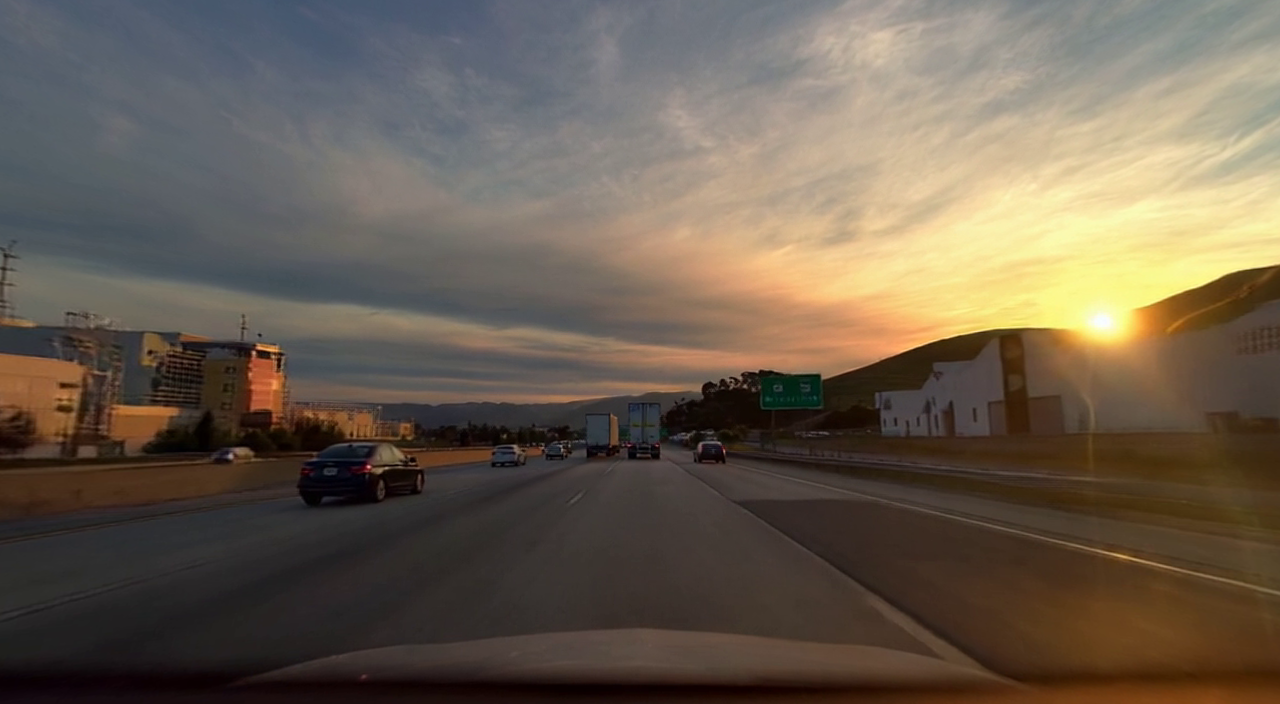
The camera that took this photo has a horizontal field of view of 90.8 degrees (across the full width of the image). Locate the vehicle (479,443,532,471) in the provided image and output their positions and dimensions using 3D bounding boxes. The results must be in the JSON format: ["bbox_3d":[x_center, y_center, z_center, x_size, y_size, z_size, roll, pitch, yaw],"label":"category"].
[{"bbox_3d":[-7.281,5.733,34.640,1.891,1.460,4.506,0,-9,1],"label":"vehicle"}]

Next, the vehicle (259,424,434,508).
[{"bbox_3d":[-6.912,2.737,15.551,2.122,1.754,4.379,0,-9,1],"label":"vehicle"}]

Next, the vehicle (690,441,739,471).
[{"bbox_3d":[3.834,5.477,33.310,2.006,1.452,4.246,0,-9,-1],"label":"vehicle"}]

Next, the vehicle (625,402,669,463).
[{"bbox_3d":[0.386,6.246,47.983,2.969,4.104,10.906,0,-9,-1],"label":"vehicle"}]
